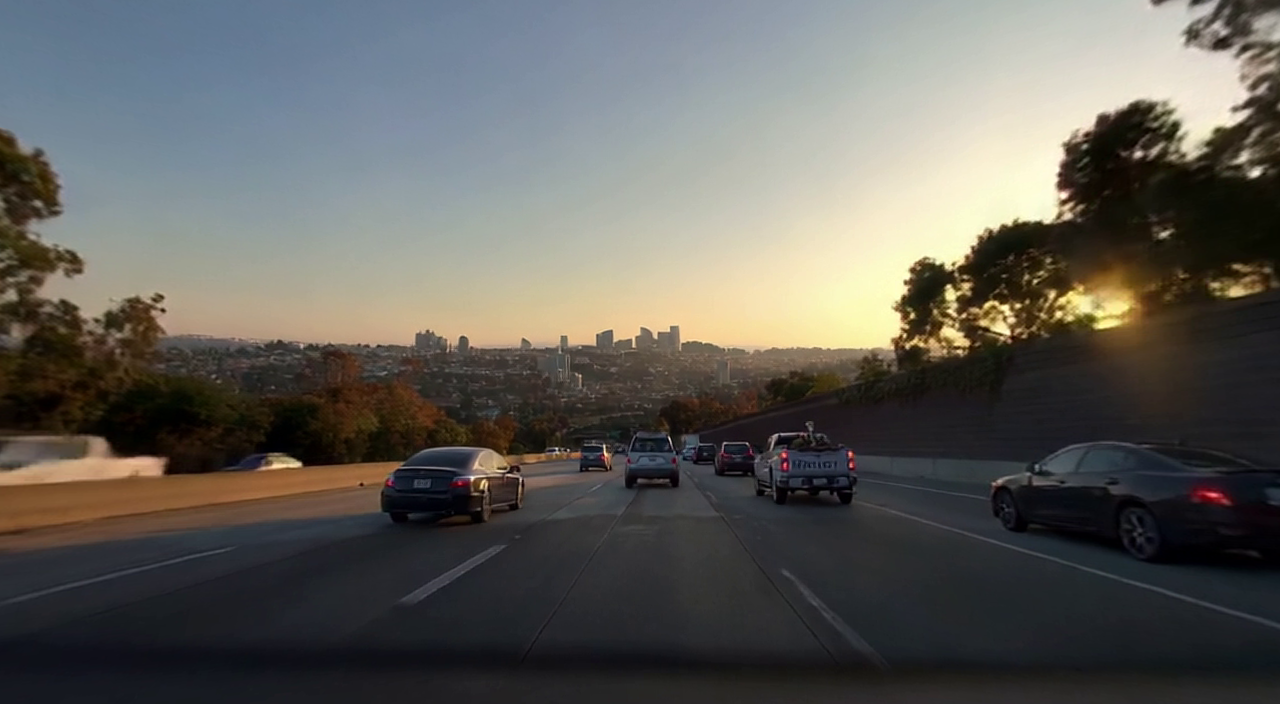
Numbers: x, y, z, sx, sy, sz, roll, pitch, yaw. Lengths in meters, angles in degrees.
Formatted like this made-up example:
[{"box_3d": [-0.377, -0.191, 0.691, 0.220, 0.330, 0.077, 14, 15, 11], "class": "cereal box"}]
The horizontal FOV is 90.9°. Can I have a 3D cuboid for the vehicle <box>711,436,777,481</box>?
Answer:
[{"box_3d": [4.206, 4.369, 26.126, 2.094, 1.676, 4.309, -1, -8, 2], "class": "vehicle"}]

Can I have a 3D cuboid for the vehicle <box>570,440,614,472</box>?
[{"box_3d": [-2.669, 5.932, 36.148, 1.951, 1.694, 4.188, -1, -8, 3], "class": "vehicle"}]

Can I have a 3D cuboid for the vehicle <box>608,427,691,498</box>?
[{"box_3d": [0.331, 3.218, 18.728, 2.153, 1.805, 4.631, -1, -8, 2], "class": "vehicle"}]

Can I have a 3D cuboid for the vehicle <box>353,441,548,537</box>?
[{"box_3d": [-3.279, 2.466, 12.183, 1.965, 1.443, 4.968, -1, -8, 4], "class": "vehicle"}]

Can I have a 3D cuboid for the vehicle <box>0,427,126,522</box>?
[{"box_3d": [-13.922, 2.444, 12.488, 2.367, 1.874, 5.816, -1, -8, 3], "class": "vehicle"}]

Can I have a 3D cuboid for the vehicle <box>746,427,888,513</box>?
[{"box_3d": [3.930, 2.699, 14.955, 2.156, 1.701, 4.494, -1, -8, 2], "class": "vehicle"}]

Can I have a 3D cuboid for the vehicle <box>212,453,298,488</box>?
[{"box_3d": [-20.403, 6.243, 33.624, 1.845, 1.668, 4.080, -1, -8, 2], "class": "vehicle"}]

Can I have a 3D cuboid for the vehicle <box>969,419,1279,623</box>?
[{"box_3d": [5.737, 1.549, 6.791, 2.053, 1.473, 4.383, -1, -8, 1], "class": "vehicle"}]
